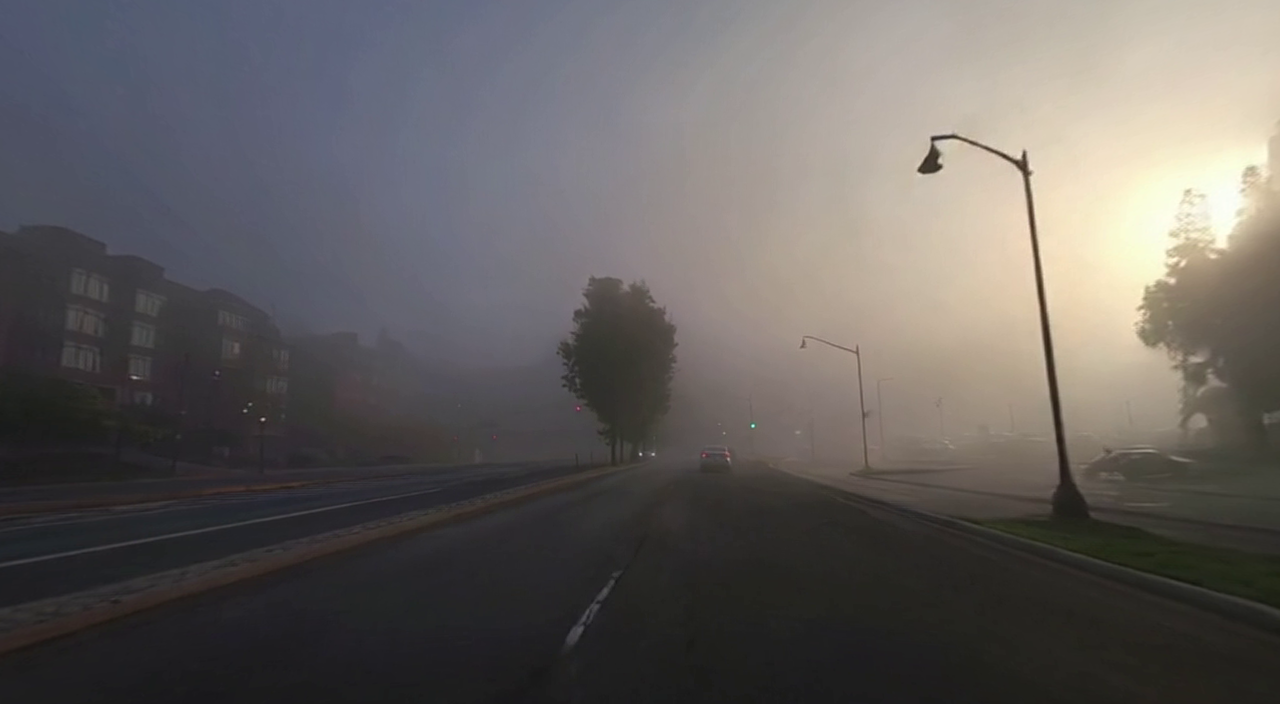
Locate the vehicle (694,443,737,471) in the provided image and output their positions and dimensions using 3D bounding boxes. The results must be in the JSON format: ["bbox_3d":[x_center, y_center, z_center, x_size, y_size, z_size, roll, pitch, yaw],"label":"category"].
[{"bbox_3d":[4.231,5.956,36.081,2.133,1.481,4.276,-1,-9,4],"label":"vehicle"}]
